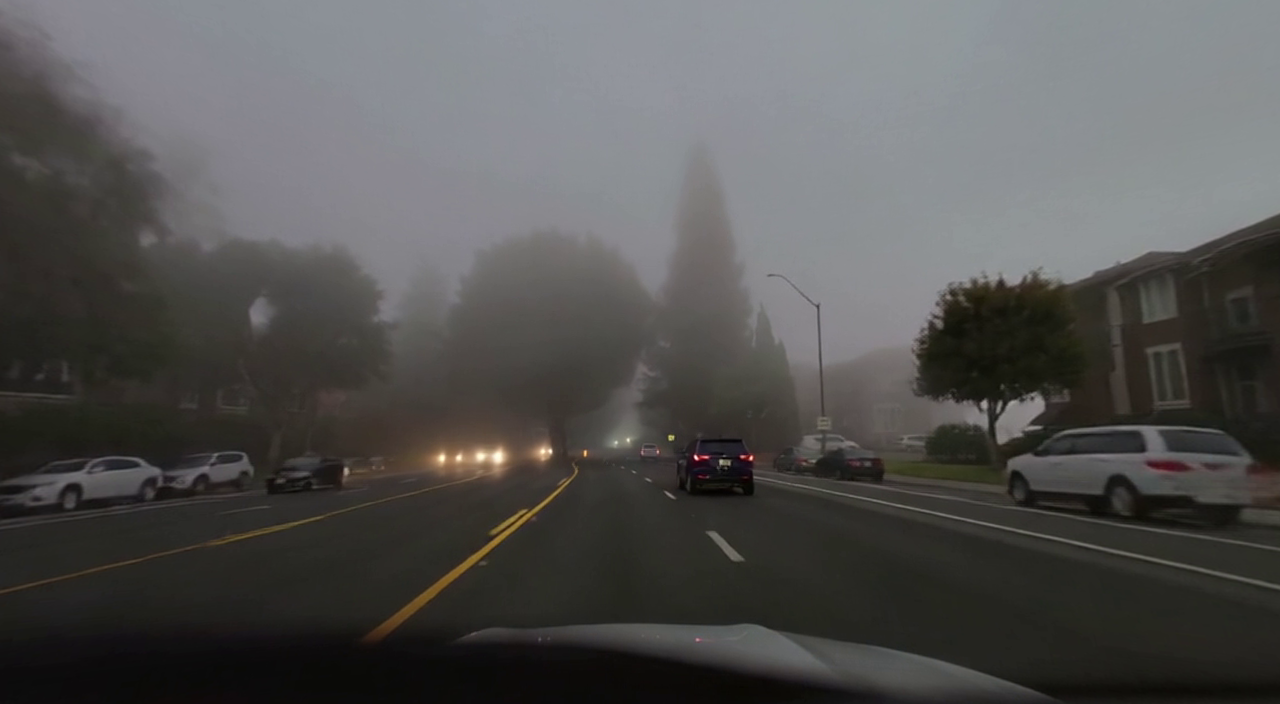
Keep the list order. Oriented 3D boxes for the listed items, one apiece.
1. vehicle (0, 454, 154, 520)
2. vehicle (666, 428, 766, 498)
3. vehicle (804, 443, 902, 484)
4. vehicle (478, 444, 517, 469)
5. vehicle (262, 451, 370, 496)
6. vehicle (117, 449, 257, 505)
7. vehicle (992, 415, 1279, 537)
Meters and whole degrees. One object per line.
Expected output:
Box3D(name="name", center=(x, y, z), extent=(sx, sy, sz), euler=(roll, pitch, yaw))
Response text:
Box3D(name="vehicle", center=(-18.067, 4.145, 19.970), extent=(1.871, 1.712, 4.710), euler=(0, -8, -4))
Box3D(name="vehicle", center=(2.065, 3.198, 18.674), extent=(2.085, 1.763, 4.490), euler=(0, -8, -4))
Box3D(name="vehicle", center=(8.598, 4.514, 26.077), extent=(1.936, 1.485, 5.111), euler=(0, -8, -4))
Box3D(name="vehicle", center=(-10.279, 7.546, 45.857), extent=(2.033, 1.685, 4.420), euler=(0, -8, -4))
Box3D(name="vehicle", center=(-12.176, 4.536, 24.102), extent=(1.895, 1.458, 4.512), euler=(0, -8, -3))
Box3D(name="vehicle", center=(-18.227, 4.992, 25.839), extent=(2.182, 1.840, 5.105), euler=(-2, -7, -3))
Box3D(name="vehicle", center=(9.391, 2.264, 12.256), extent=(2.052, 1.853, 4.886), euler=(0, -8, -3))
